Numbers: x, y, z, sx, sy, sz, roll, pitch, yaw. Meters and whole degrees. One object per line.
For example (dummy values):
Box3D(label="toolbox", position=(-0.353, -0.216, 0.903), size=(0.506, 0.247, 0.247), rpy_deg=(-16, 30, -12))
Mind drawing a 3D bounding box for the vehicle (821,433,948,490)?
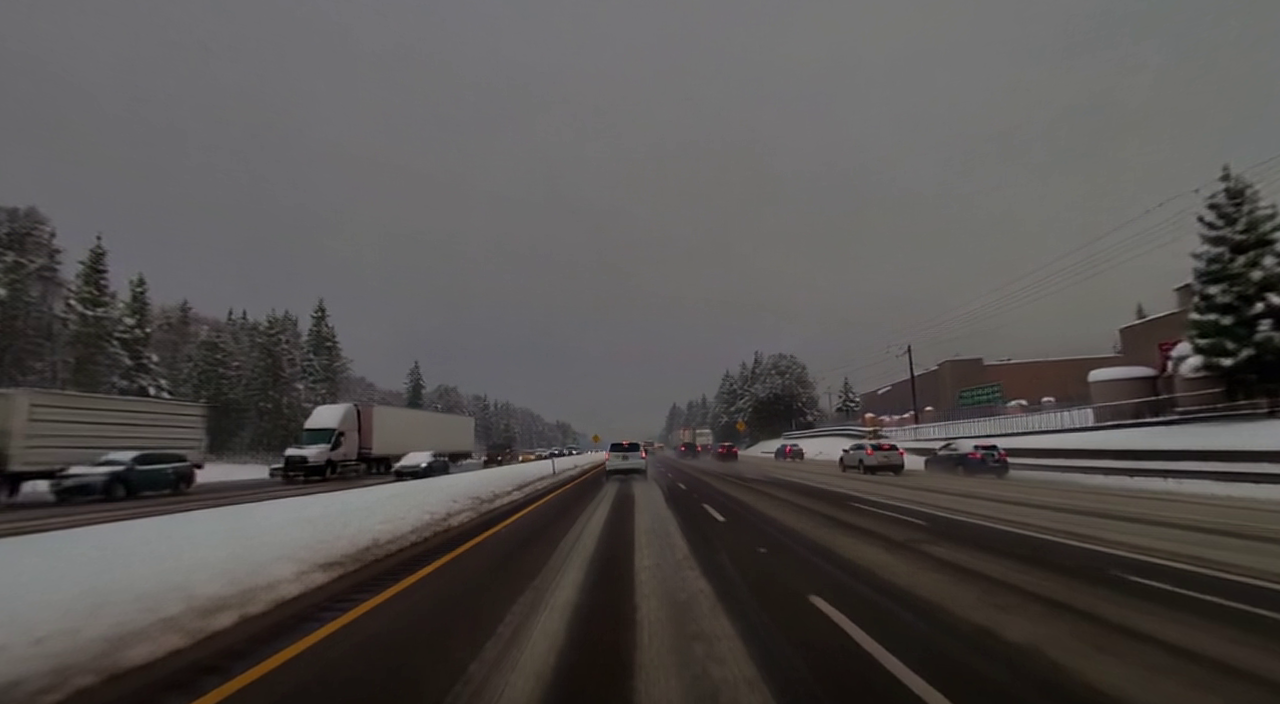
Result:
Box3D(label="vehicle", position=(6.989, 3.180, 18.618), size=(1.958, 1.473, 4.201), rpy_deg=(0, -8, -1))

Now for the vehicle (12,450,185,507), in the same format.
Box3D(label="vehicle", position=(-18.200, 4.205, 21.605), size=(1.866, 1.689, 4.569), rpy_deg=(0, -9, 0))

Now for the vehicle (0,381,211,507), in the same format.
Box3D(label="vehicle", position=(-22.474, 3.670, 25.109), size=(2.958, 4.081, 11.148), rpy_deg=(0, -9, 0))

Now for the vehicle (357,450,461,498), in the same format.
Box3D(label="vehicle", position=(-7.885, 4.166, 22.068), size=(1.897, 1.470, 4.474), rpy_deg=(0, -8, 0))

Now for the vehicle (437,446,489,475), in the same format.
Box3D(label="vehicle", position=(-11.896, 7.310, 42.935), size=(2.102, 1.874, 5.112), rpy_deg=(0, -8, -1))

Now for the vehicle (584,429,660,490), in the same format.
Box3D(label="vehicle", position=(-0.556, 3.569, 21.249), size=(2.298, 1.809, 4.359), rpy_deg=(0, -8, 0))

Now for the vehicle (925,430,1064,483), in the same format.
Box3D(label="vehicle", position=(11.189, 3.325, 20.342), size=(1.944, 1.505, 4.138), rpy_deg=(0, -9, -2))

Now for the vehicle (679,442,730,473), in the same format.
Box3D(label="vehicle", position=(3.264, 5.426, 32.793), size=(1.934, 1.461, 4.368), rpy_deg=(0, -9, -3))

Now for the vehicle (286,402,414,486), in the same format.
Box3D(label="vehicle", position=(-15.368, 5.021, 34.406), size=(3.032, 3.968, 8.215), rpy_deg=(0, -9, -1))

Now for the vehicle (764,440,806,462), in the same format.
Box3D(label="vehicle", position=(10.649, 7.287, 46.591), size=(1.901, 1.485, 4.483), rpy_deg=(0, -9, -2))
